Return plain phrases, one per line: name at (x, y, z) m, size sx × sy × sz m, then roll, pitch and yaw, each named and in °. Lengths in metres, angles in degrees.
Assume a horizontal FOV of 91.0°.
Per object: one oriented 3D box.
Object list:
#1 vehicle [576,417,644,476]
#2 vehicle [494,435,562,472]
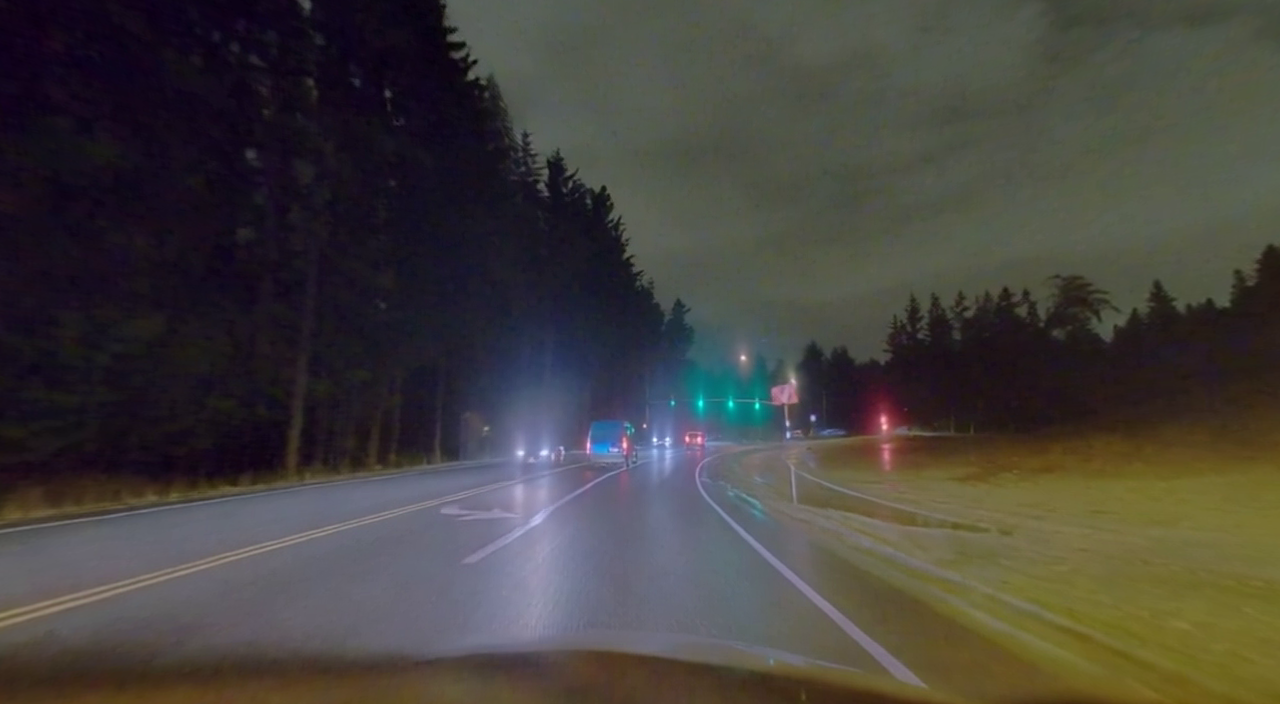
vehicle at (-1.129, 4.010, 26.834) m, size 2.362 × 2.185 × 5.212 m, roll 0°, pitch -8°, yaw 3°
vehicle at (-4.867, 4.487, 28.019) m, size 1.968 × 1.460 × 4.486 m, roll 0°, pitch -8°, yaw 3°
